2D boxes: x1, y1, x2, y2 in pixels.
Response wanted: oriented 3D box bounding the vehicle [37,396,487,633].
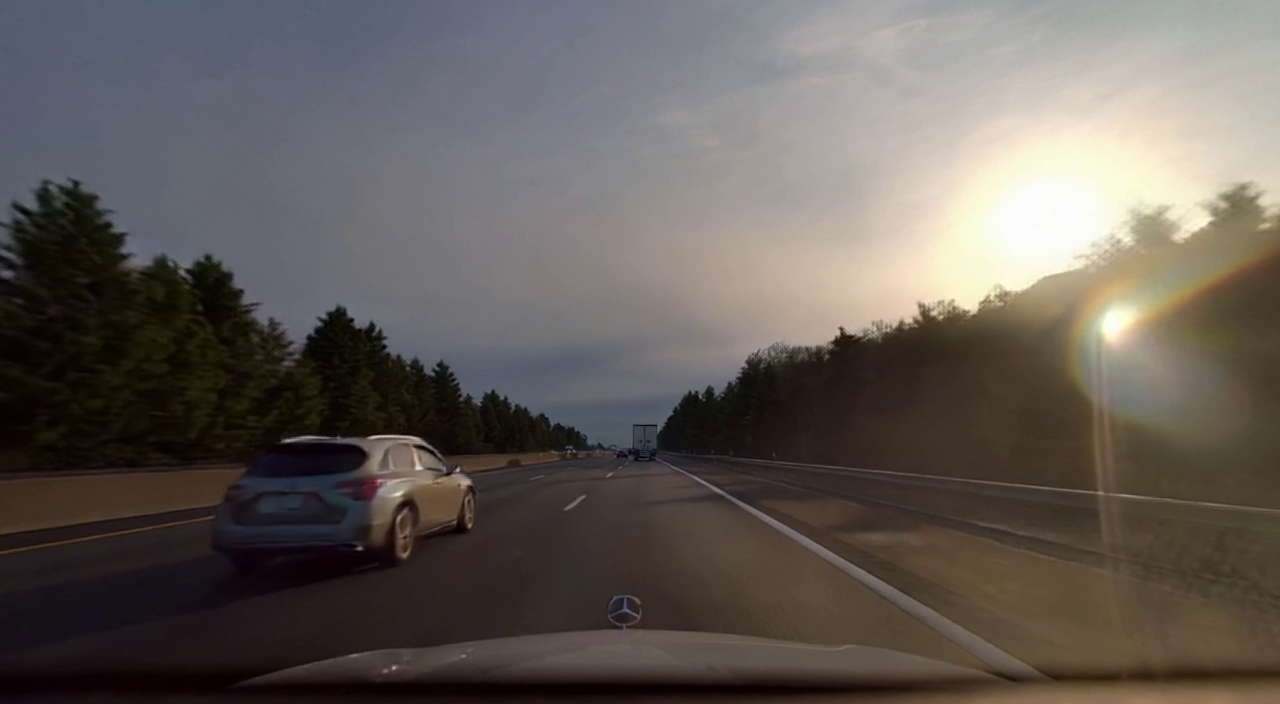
[{"bbox_3d":[-3.277,1.522,6.900,2.017,1.680,4.636,0,-9,0],"label":"vehicle"}]
